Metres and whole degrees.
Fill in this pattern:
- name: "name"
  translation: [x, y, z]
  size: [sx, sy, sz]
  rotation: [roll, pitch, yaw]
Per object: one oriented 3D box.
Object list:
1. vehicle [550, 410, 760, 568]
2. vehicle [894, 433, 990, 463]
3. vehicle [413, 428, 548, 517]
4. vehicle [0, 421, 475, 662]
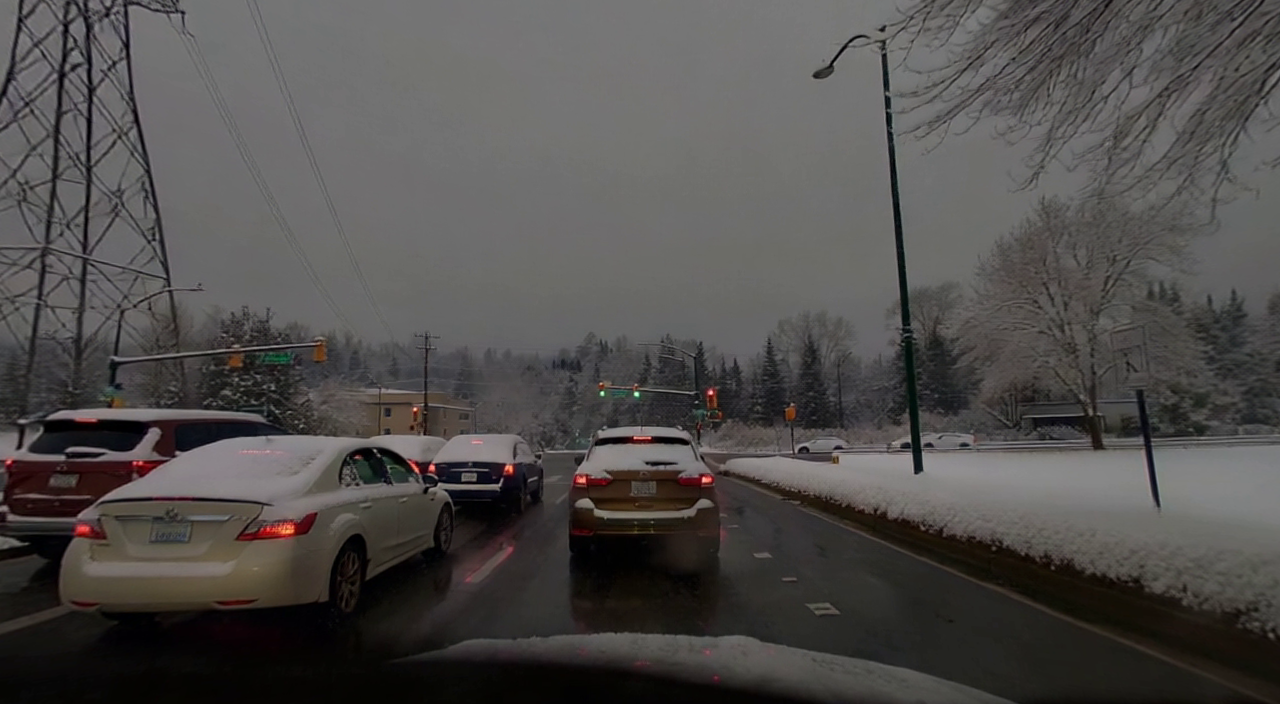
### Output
- name: "vehicle"
  translation: [0.090, 1.770, 8.933]
  size: [2.239, 1.661, 4.224]
  rotation: [0, -8, -2]
- name: "vehicle"
  translation: [15.103, 4.800, 31.715]
  size: [3.858, 1.437, 1.899]
  rotation: [0, -8, -4]
- name: "vehicle"
  translation: [-3.253, 2.524, 13.712]
  size: [1.997, 1.636, 3.760]
  rotation: [0, -8, -1]
- name: "vehicle"
  translation: [-3.168, 1.503, 6.209]
  size: [1.973, 1.469, 4.448]
  rotation: [0, -8, -1]
